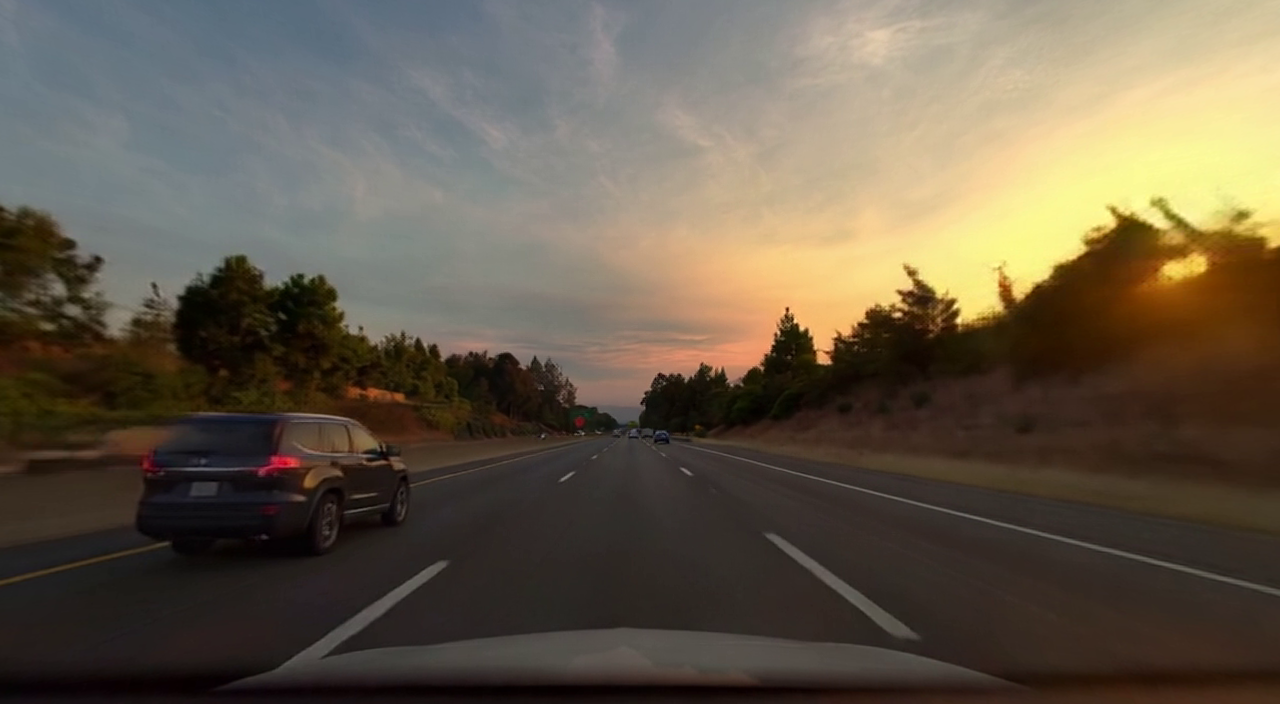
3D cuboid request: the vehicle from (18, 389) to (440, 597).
[{"bbox_3d":[-3.863,1.362,6.958,2.000,1.620,3.929,0,-8,0],"label":"vehicle"}]
